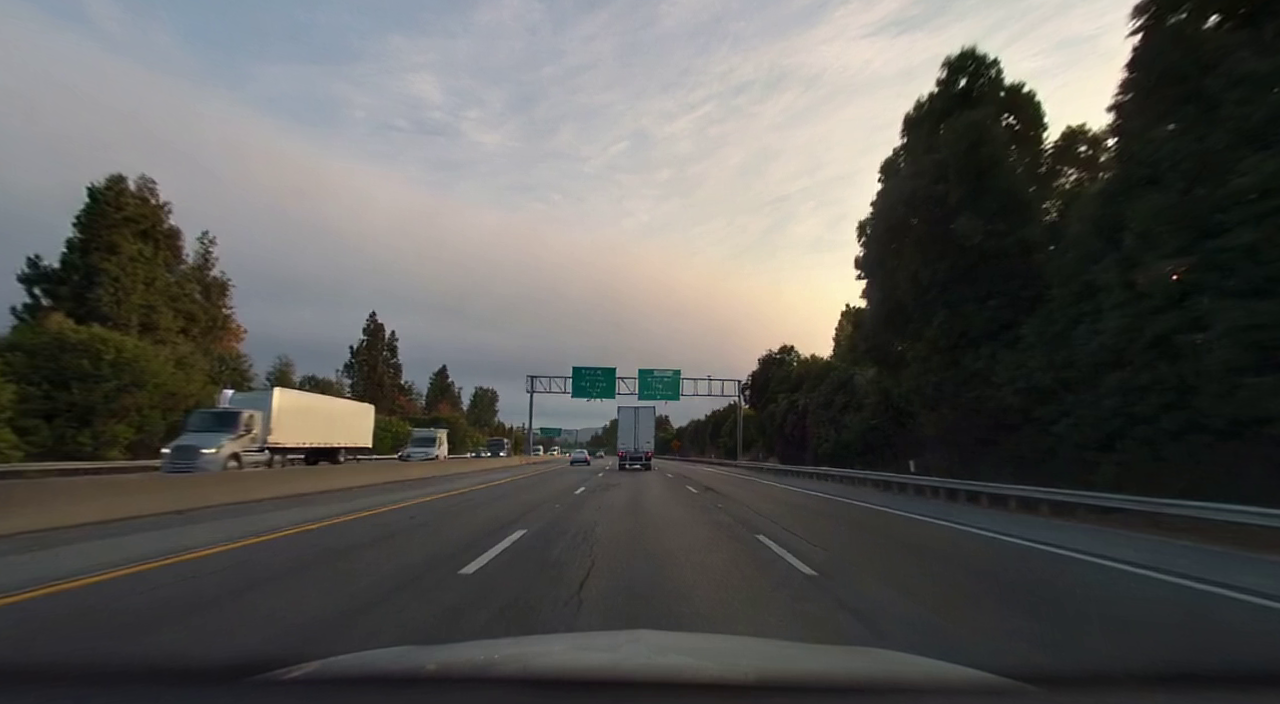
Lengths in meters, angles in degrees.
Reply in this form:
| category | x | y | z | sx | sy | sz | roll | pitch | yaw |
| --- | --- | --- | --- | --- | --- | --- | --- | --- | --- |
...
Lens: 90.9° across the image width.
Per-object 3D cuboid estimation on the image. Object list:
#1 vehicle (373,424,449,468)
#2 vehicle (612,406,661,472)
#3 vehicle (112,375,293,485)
| category | x | y | z | sx | sy | sz | roll | pitch | yaw |
| --- | --- | --- | --- | --- | --- | --- | --- | --- | --- |
| vehicle | -13.850 | 5.795 | 38.580 | 2.459 | 2.466 | 5.747 | 0 | -9 | 0 |
| vehicle | -0.310 | 6.065 | 43.411 | 2.962 | 3.953 | 10.696 | 0 | -9 | -1 |
| vehicle | -17.498 | 3.265 | 25.855 | 3.026 | 3.995 | 5.831 | 0 | -9 | 0 |
